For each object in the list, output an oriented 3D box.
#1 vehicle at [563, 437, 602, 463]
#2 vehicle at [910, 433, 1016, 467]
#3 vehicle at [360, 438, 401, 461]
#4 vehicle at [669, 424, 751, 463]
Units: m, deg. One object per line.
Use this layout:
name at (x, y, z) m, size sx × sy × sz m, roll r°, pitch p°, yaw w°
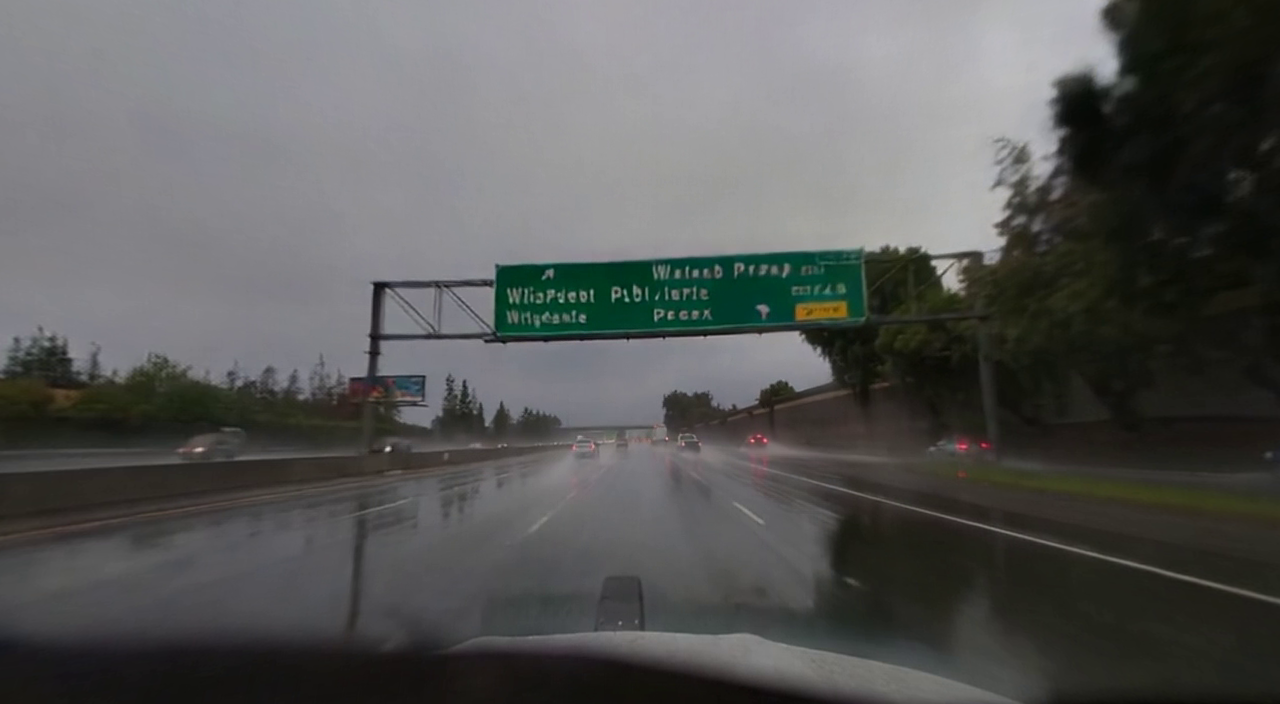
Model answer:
vehicle at (-3.609, 6.229, 40.085) m, size 2.066 × 1.500 × 4.415 m, roll 0°, pitch -8°, yaw 0°
vehicle at (19.025, 5.795, 37.472) m, size 2.261 × 1.824 × 5.678 m, roll 2°, pitch -9°, yaw -15°
vehicle at (-17.457, 6.544, 42.491) m, size 1.470 × 1.364 × 3.324 m, roll -2°, pitch -7°, yaw -1°
vehicle at (3.927, 5.727, 39.241) m, size 3.042 × 2.004 × 14.051 m, roll 0°, pitch -8°, yaw -2°
